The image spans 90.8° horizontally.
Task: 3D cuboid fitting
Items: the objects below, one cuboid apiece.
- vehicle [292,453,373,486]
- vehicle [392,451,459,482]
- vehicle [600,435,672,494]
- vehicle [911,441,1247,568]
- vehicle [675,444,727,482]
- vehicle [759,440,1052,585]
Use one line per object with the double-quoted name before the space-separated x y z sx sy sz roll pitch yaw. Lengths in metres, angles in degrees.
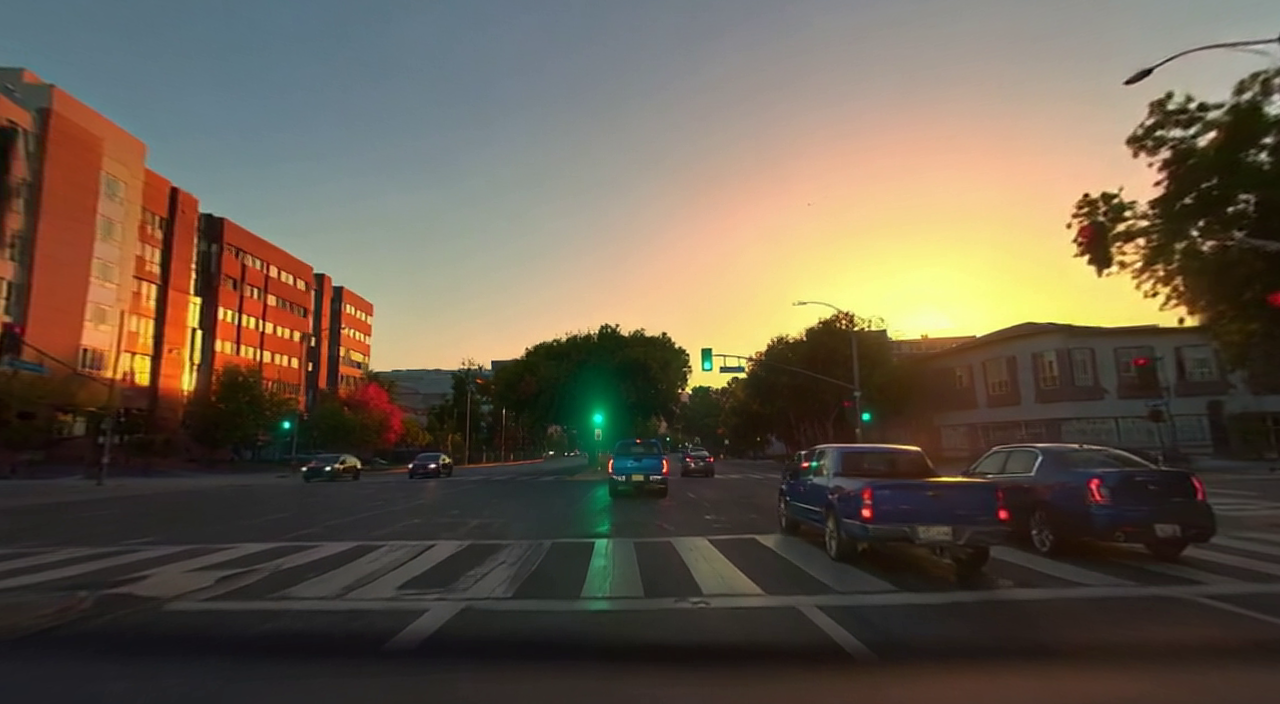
"vehicle" -15.634 5.958 32.385 1.915 1.491 4.347 0 -8 0
"vehicle" -11.492 6.154 34.208 1.989 1.459 4.667 0 -8 0
"vehicle" -0.160 4.027 23.010 2.344 1.883 4.572 0 -8 -1
"vehicle" 6.156 2.135 9.761 1.855 1.469 4.598 0 -8 0
"vehicle" 2.929 5.464 31.453 2.013 1.742 4.424 0 -8 -2
"vehicle" 3.152 1.973 8.741 2.057 1.463 4.365 0 -8 -1
